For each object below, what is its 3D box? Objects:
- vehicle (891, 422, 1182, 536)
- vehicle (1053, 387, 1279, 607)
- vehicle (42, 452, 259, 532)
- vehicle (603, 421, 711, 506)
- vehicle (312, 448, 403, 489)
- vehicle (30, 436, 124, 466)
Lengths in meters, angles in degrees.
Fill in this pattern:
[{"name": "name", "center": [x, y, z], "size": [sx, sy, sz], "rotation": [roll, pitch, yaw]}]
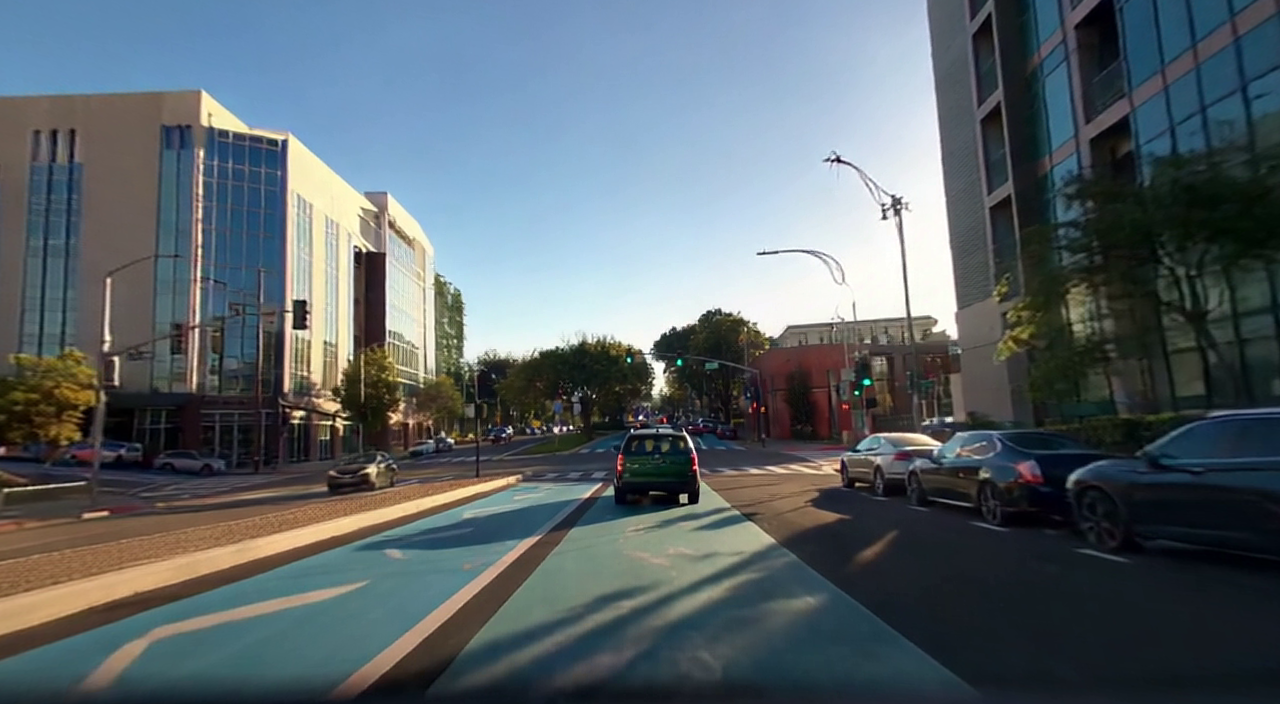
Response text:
[{"name": "vehicle", "center": [6.571, 2.151, 11.284], "size": [2.044, 1.593, 4.551], "rotation": [0, -9, -3]}, {"name": "vehicle", "center": [6.461, 1.248, 5.503], "size": [2.205, 1.823, 5.078], "rotation": [0, -9, 0]}, {"name": "vehicle", "center": [-13.011, 3.678, 17.315], "size": [1.975, 1.820, 4.838], "rotation": [0, -9, 1]}, {"name": "vehicle", "center": [0.372, 2.672, 15.476], "size": [2.283, 1.773, 4.255], "rotation": [0, -9, 0]}, {"name": "vehicle", "center": [-13.255, 5.461, 29.978], "size": [2.025, 1.785, 4.845], "rotation": [0, -9, 0]}, {"name": "vehicle", "center": [-36.365, 6.440, 40.917], "size": [1.966, 1.807, 4.441], "rotation": [0, -9, -1]}]
